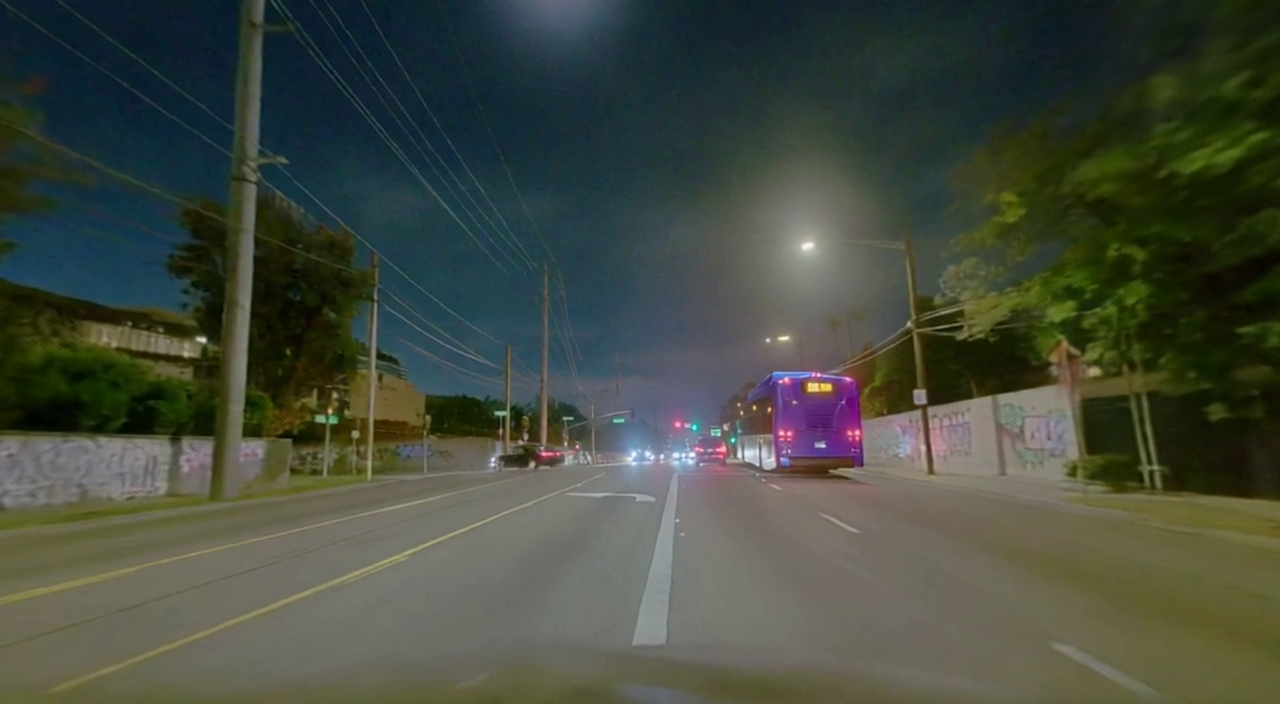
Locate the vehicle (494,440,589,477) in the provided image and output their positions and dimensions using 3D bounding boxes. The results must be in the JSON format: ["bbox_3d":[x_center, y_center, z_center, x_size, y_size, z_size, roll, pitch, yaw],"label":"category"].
[{"bbox_3d":[-4.561,4.806,28.820,4.420,1.544,2.018,-8,-12,44],"label":"vehicle"}]

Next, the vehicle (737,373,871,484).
[{"bbox_3d":[6.125,3.311,26.217,3.045,3.447,12.604,-1,-8,4],"label":"vehicle"}]

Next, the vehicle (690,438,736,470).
[{"bbox_3d":[3.547,5.021,31.423,1.961,1.470,4.196,-1,-8,3],"label":"vehicle"}]
